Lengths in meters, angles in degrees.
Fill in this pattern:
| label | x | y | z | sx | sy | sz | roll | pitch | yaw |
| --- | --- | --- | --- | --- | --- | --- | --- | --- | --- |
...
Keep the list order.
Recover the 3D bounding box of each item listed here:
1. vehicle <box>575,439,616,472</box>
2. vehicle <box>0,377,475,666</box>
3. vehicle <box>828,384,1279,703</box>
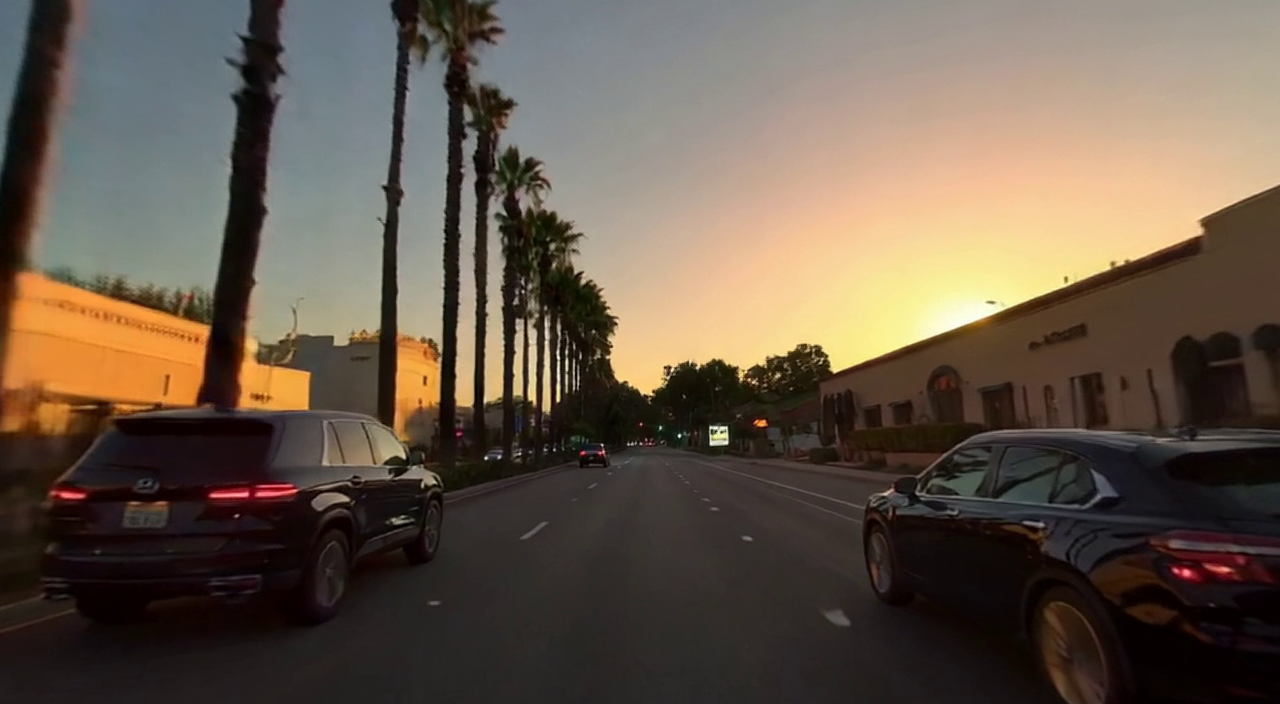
| label | x | y | z | sx | sy | sz | roll | pitch | yaw |
| --- | --- | --- | --- | --- | --- | --- | --- | --- | --- |
| vehicle | -2.490 | 5.938 | 36.293 | 1.998 | 1.743 | 4.402 | 0 | -8 | 1 |
| vehicle | -3.266 | 1.380 | 6.226 | 2.058 | 1.804 | 4.391 | 0 | -8 | 0 |
| vehicle | 2.905 | 1.166 | 4.293 | 1.946 | 1.513 | 4.133 | 0 | -8 | 0 |
